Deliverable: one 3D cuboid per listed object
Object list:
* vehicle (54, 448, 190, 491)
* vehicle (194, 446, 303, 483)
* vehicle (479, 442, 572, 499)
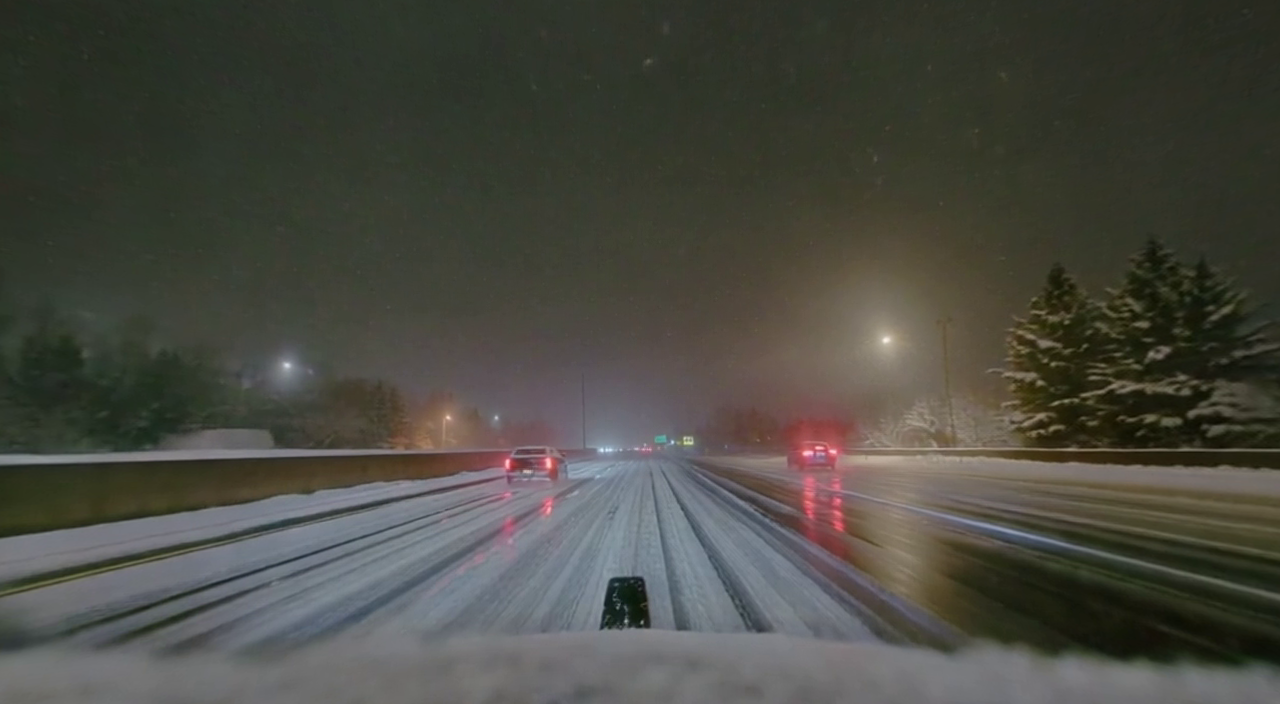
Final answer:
[{"bbox_3d":[-21.991,4.979,27.070,1.919,1.636,4.540,0,-8,1],"label":"vehicle"},{"bbox_3d":[-17.902,5.123,29.140,1.967,1.548,4.652,0,-8,1],"label":"vehicle"},{"bbox_3d":[-3.305,3.484,18.958,1.968,1.504,3.892,0,-8,1],"label":"vehicle"}]
